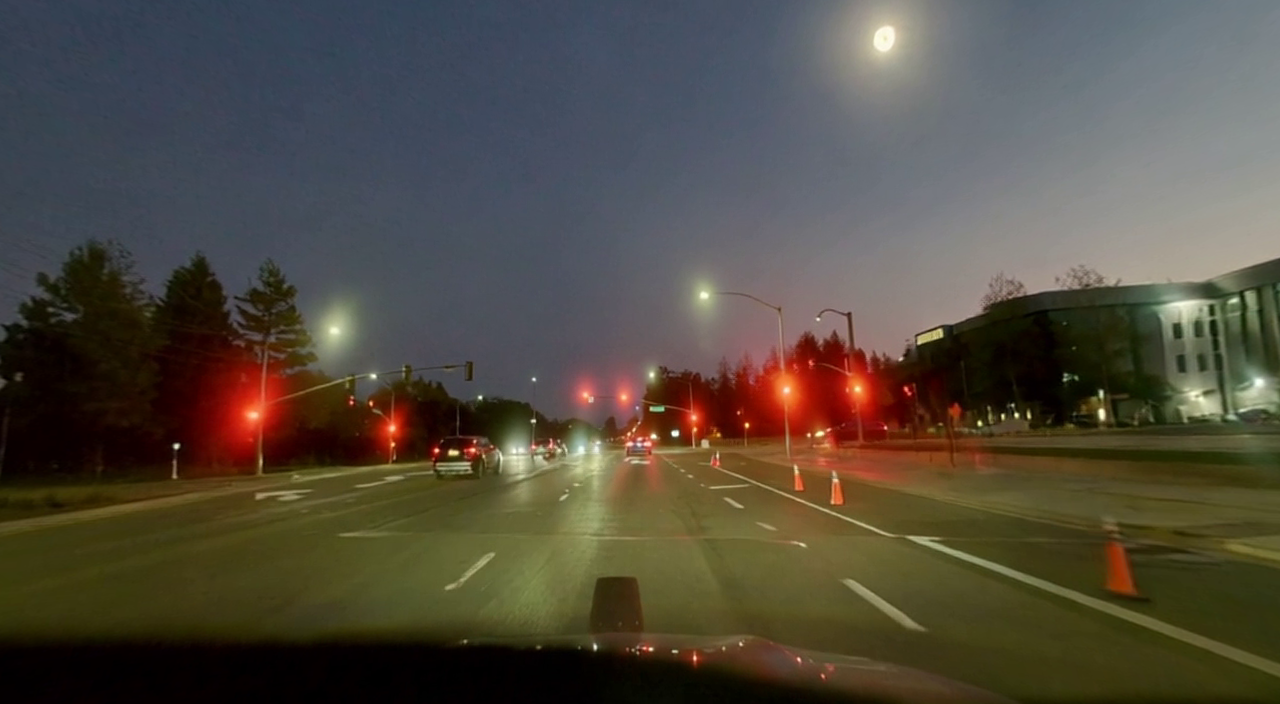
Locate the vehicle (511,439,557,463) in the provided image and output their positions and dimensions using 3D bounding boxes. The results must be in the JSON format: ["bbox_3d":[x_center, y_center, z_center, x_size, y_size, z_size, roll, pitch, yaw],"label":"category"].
[{"bbox_3d":[-6.736,6.361,40.573,2.074,1.447,4.224,0,-8,1],"label":"vehicle"}]

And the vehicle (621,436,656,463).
[{"bbox_3d":[-0.058,5.871,38.265,1.985,1.521,3.968,0,-8,1],"label":"vehicle"}]

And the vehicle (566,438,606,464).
[{"bbox_3d":[-3.173,5.944,37.943,1.946,1.437,4.154,0,-8,1],"label":"vehicle"}]

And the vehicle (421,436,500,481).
[{"bbox_3d":[-6.929,4.135,24.809,1.869,1.570,4.064,0,-8,0],"label":"vehicle"}]
